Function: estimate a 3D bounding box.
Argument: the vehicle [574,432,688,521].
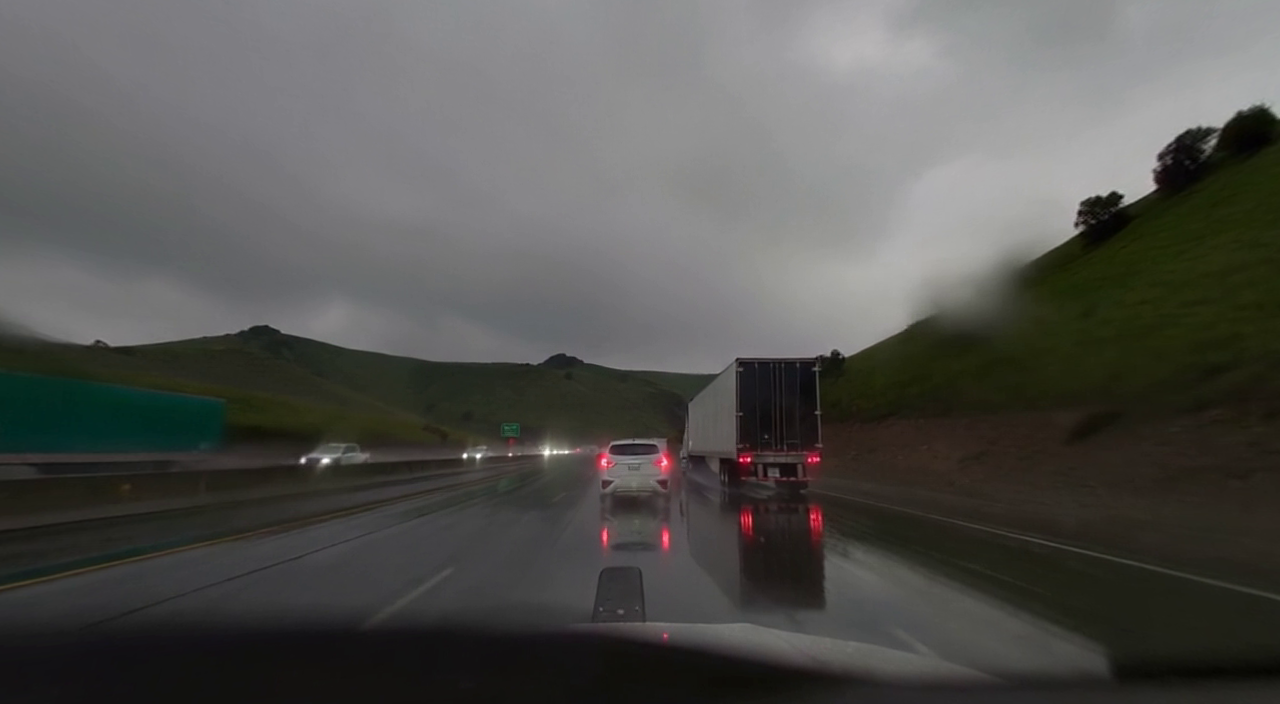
[{"bbox_3d":[-0.196,2.622,13.740,2.109,1.639,3.768,0,-9,-1],"label":"vehicle"}]

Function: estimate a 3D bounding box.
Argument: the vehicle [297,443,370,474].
[{"bbox_3d":[-15.895,5.560,32.955,1.834,1.485,3.962,0,-9,-1],"label":"vehicle"}]

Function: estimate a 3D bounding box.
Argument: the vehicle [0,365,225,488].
[{"bbox_3d":[-19.632,2.901,23.316,2.842,3.712,8.403,0,-9,0],"label":"vehicle"}]

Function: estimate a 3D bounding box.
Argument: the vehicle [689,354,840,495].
[{"bbox_3d":[4.076,3.133,25.017,2.812,4.024,14.098,0,-9,-1],"label":"vehicle"}]
